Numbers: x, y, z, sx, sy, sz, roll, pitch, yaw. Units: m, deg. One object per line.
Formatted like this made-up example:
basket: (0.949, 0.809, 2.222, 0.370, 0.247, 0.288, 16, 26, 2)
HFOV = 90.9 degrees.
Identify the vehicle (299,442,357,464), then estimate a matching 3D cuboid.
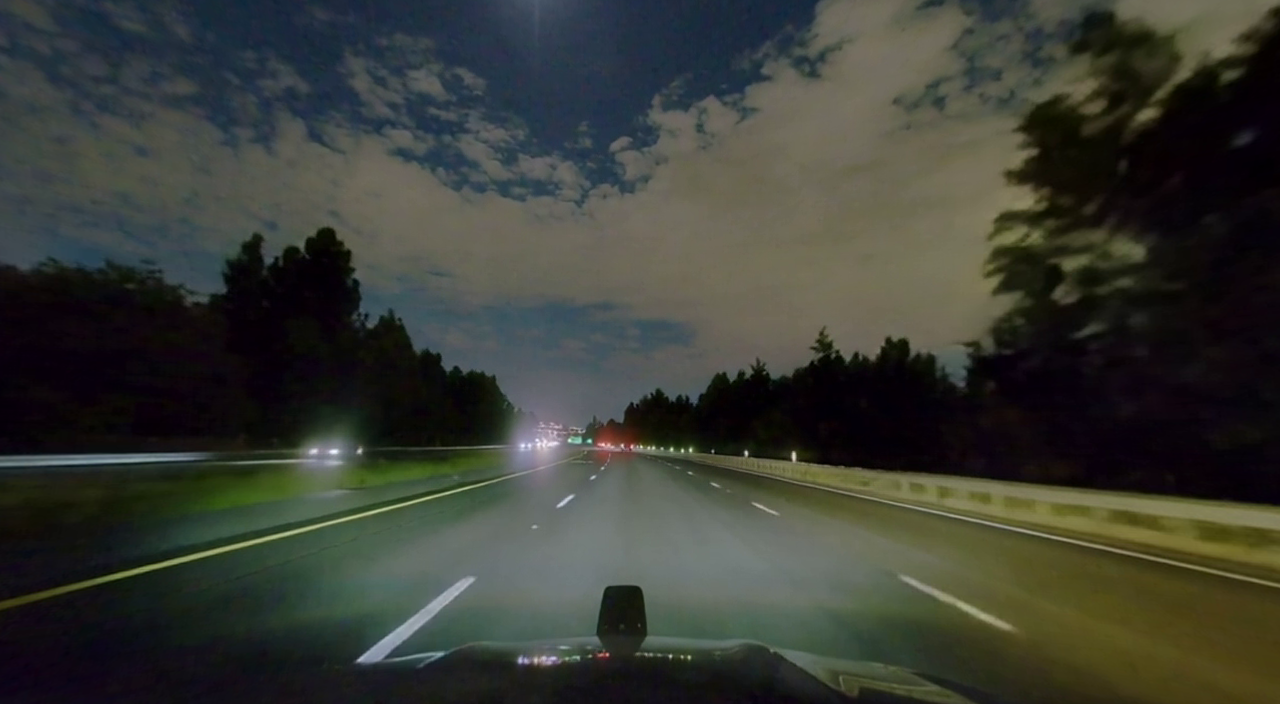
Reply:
vehicle: (-22.573, 7.308, 45.820, 2.002, 1.503, 4.480, 0, -9, -2)
